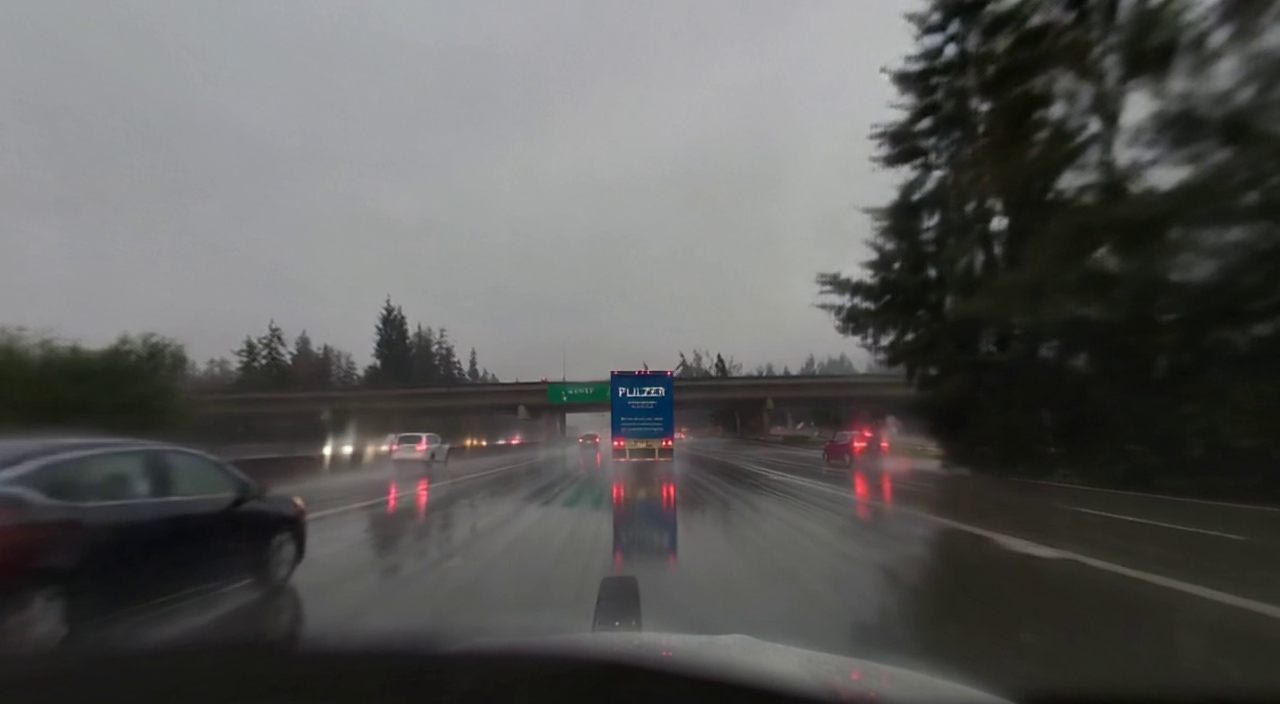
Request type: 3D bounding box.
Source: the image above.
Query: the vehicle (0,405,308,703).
[{"bbox_3d":[-3.765,1.017,3.169,1.943,1.446,4.158,0,-8,-1],"label":"vehicle"}]

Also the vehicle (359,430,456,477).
[{"bbox_3d":[-8.403,3.674,23.170,2.041,1.566,3.986,0,-8,0],"label":"vehicle"}]

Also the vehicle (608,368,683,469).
[{"bbox_3d":[0.045,3.410,30.753,2.926,3.959,11.818,0,-8,-2],"label":"vehicle"}]

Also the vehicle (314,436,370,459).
[{"bbox_3d":[-21.170,6.784,44.914,1.875,1.521,4.391,0,-8,0],"label":"vehicle"}]
